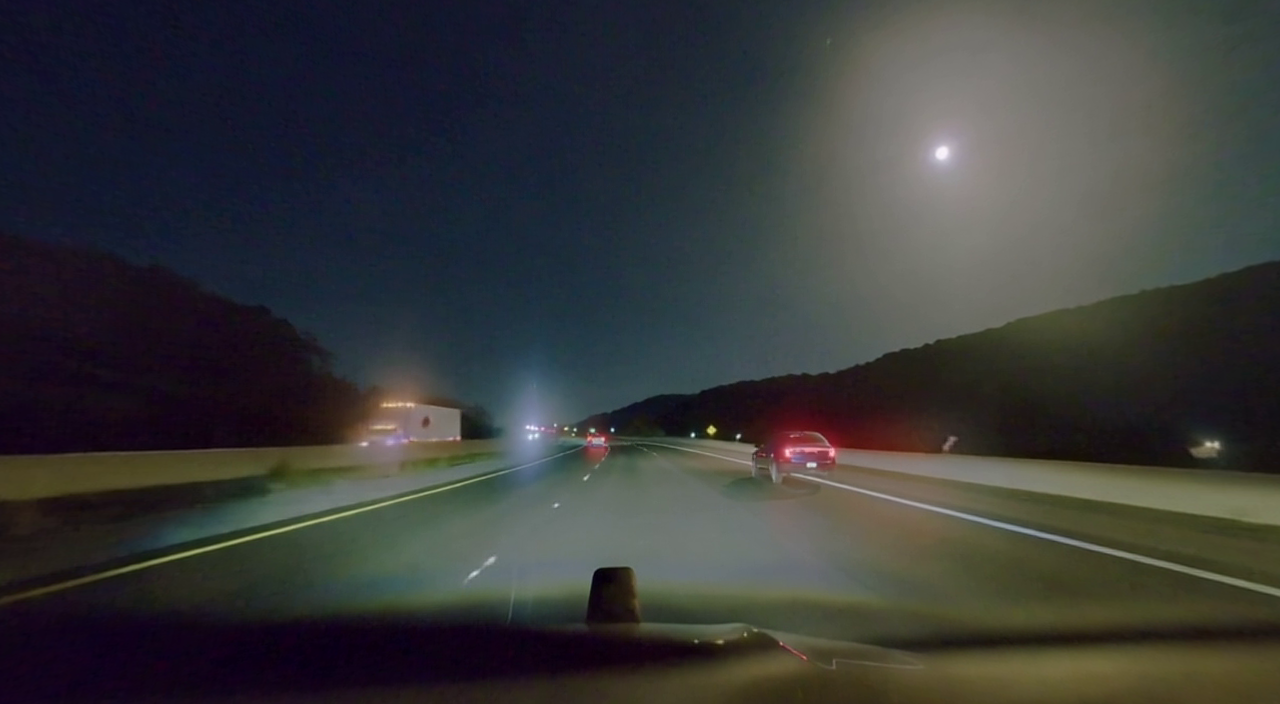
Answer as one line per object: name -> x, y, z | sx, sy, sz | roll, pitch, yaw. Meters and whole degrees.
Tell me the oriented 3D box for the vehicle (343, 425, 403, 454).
vehicle -> -20.726, 6.830, 49.179 | 2.349, 2.112, 5.803 | 0, -8, -2
